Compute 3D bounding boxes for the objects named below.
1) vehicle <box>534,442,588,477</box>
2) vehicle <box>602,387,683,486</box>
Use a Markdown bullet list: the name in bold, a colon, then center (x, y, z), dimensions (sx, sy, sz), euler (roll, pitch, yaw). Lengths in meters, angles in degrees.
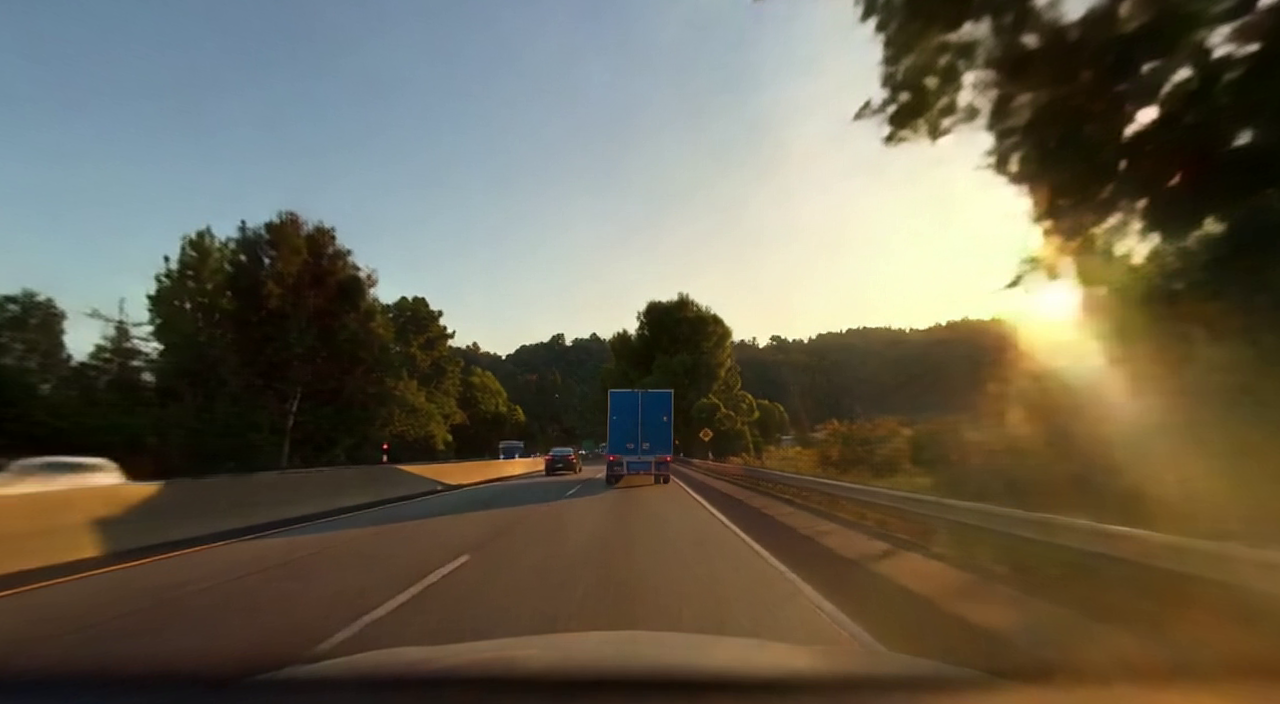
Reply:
- **vehicle**: center (-3.904, 5.418, 31.963), dimensions (2.160, 1.661, 4.388), euler (0, -9, 1)
- **vehicle**: center (-0.003, 3.718, 27.141), dimensions (2.913, 3.530, 8.648), euler (0, -9, -1)
